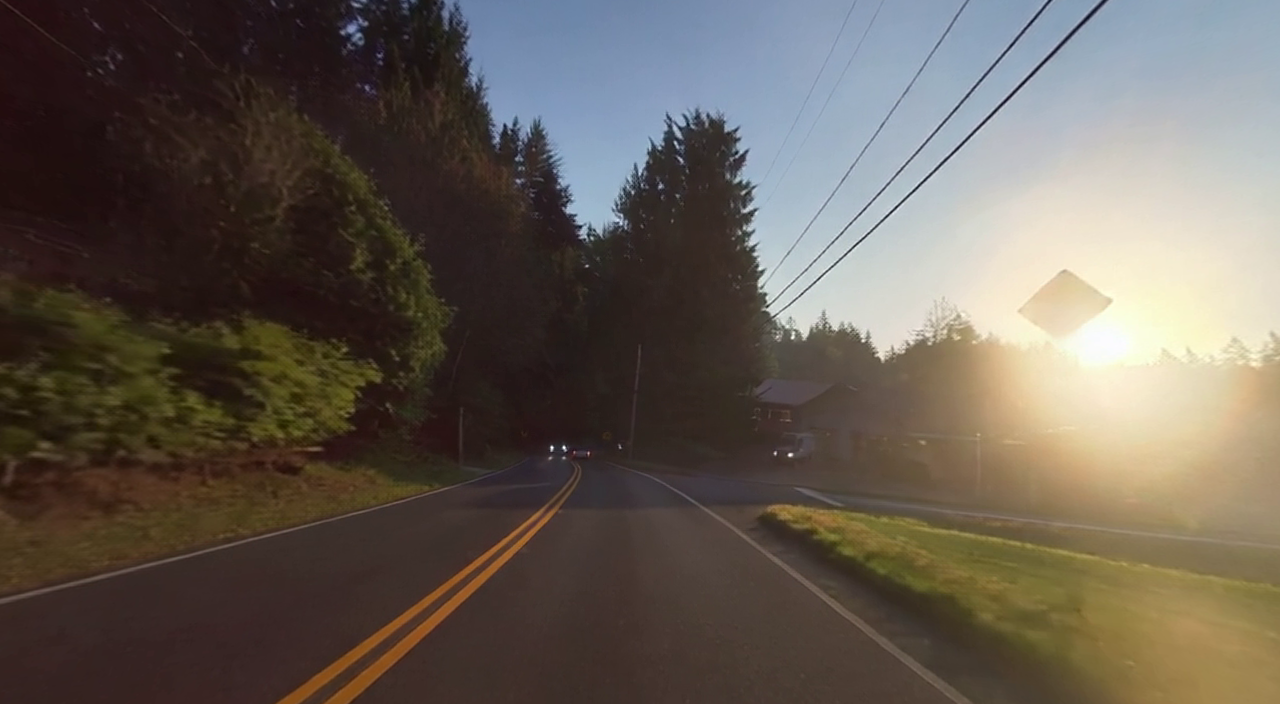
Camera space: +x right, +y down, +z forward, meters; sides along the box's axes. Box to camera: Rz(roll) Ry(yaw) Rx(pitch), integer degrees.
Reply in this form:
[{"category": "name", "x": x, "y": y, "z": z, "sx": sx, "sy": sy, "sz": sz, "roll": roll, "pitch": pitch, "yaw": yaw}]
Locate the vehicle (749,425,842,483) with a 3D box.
[{"category": "vehicle", "x": 11.010, "y": 7.216, "z": 44.719, "sx": 5.297, "sy": 3.064, "sz": 2.935, "roll": 11, "pitch": -6, "yaw": -17}]
